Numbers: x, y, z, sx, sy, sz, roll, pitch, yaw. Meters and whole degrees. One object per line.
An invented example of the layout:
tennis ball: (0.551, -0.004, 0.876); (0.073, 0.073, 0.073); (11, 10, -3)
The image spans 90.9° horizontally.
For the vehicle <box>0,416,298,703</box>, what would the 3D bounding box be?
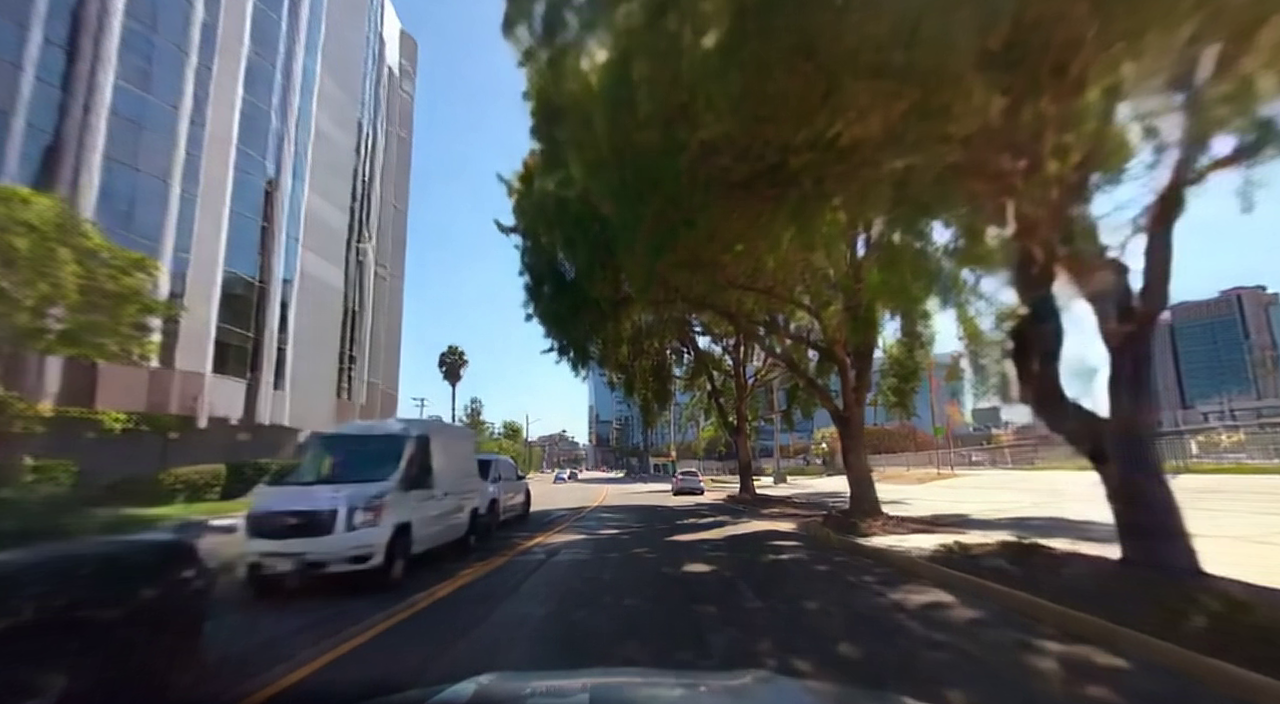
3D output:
vehicle: (-3.712, 1.034, 2.631); (1.853, 1.495, 4.632); (-2, -10, 2)

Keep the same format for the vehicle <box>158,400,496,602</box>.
vehicle: (-3.744, 1.952, 8.930); (2.148, 2.024, 4.884); (0, -10, 1)

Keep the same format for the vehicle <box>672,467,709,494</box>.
vehicle: (2.938, 7.599, 37.565); (1.899, 1.470, 3.666); (1, -10, 0)
